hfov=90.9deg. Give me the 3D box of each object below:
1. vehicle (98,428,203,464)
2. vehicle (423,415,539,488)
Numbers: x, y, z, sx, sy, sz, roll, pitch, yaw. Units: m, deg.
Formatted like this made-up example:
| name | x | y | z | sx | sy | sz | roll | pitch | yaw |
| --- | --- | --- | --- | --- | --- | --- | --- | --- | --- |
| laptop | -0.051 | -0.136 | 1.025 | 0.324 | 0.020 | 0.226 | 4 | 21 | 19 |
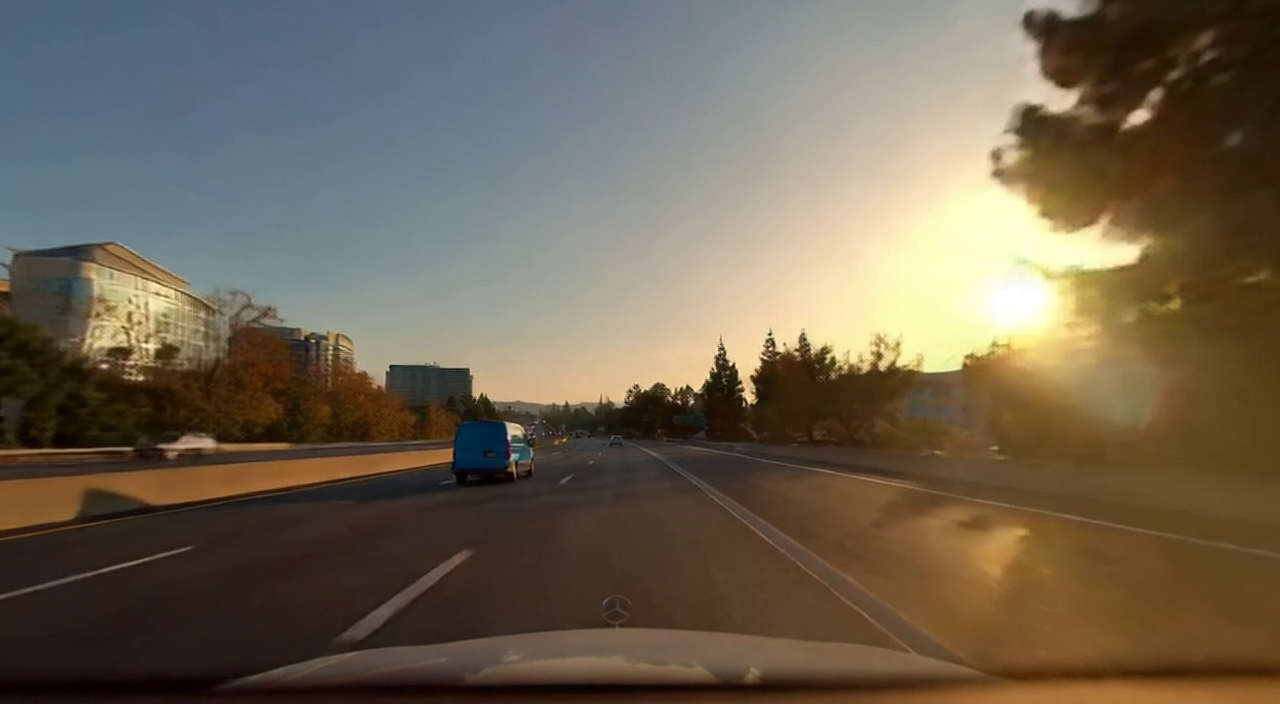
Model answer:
| name | x | y | z | sx | sy | sz | roll | pitch | yaw |
| --- | --- | --- | --- | --- | --- | --- | --- | --- | --- |
| vehicle | -23.949 | 4.589 | 31.070 | 1.923 | 1.658 | 4.312 | 0 | -7 | -4 |
| vehicle | -4.423 | 2.827 | 18.376 | 2.219 | 1.827 | 4.738 | 0 | -7 | -1 |
